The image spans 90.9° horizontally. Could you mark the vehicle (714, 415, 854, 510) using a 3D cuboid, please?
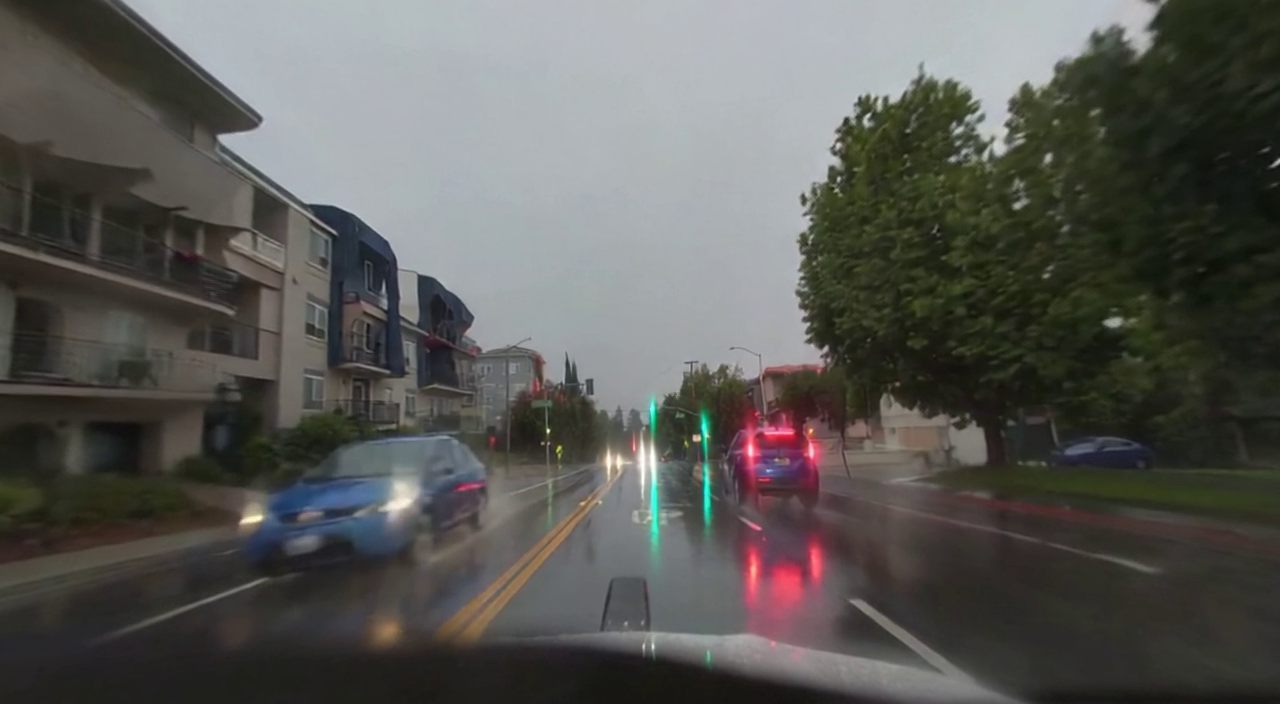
[{"bbox_3d":[3.164,2.578,15.048,2.130,1.863,4.844,0,-9,0],"label":"vehicle"}]

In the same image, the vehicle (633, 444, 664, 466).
[{"bbox_3d":[0.577,7.455,45.787,2.097,1.463,4.043,-1,-9,0],"label":"vehicle"}]

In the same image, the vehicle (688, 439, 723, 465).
[{"bbox_3d":[4.780,7.389,46.689,2.335,1.794,4.898,-1,-9,4],"label":"vehicle"}]

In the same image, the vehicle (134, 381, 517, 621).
[{"bbox_3d":[-3.067,1.600,7.740,2.110,1.936,5.020,-1,-9,0],"label":"vehicle"}]

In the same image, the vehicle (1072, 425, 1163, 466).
[{"bbox_3d":[21.425,4.156,28.212,4.704,1.447,1.990,2,-10,-39],"label":"vehicle"}]
